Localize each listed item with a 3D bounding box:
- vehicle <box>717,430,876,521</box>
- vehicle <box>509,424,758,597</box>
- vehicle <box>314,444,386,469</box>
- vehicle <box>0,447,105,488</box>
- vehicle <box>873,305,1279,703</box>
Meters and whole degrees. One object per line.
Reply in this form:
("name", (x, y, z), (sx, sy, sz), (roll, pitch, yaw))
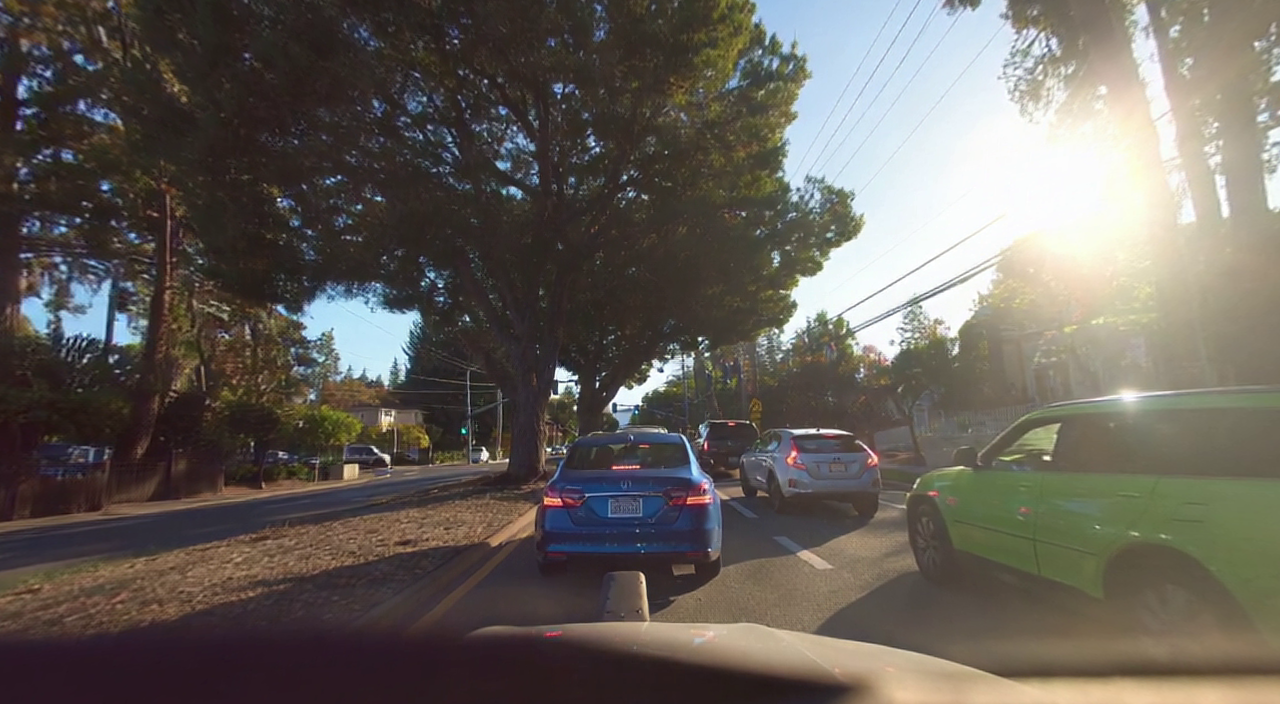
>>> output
("vehicle", (2.951, 2.435, 13.064), (1.971, 1.517, 4.521), (0, -8, -2))
("vehicle", (-0.094, 1.711, 7.715), (2.186, 1.500, 4.141), (0, -8, -1))
("vehicle", (-19.909, 7.173, 43.499), (3.957, 1.630, 1.881), (0, -8, -1))
("vehicle", (-22.529, 4.236, 23.307), (4.092, 1.438, 1.639), (-1, -8, 1))
("vehicle", (3.369, 0.966, 4.067), (2.006, 1.766, 4.345), (0, -8, -1))
